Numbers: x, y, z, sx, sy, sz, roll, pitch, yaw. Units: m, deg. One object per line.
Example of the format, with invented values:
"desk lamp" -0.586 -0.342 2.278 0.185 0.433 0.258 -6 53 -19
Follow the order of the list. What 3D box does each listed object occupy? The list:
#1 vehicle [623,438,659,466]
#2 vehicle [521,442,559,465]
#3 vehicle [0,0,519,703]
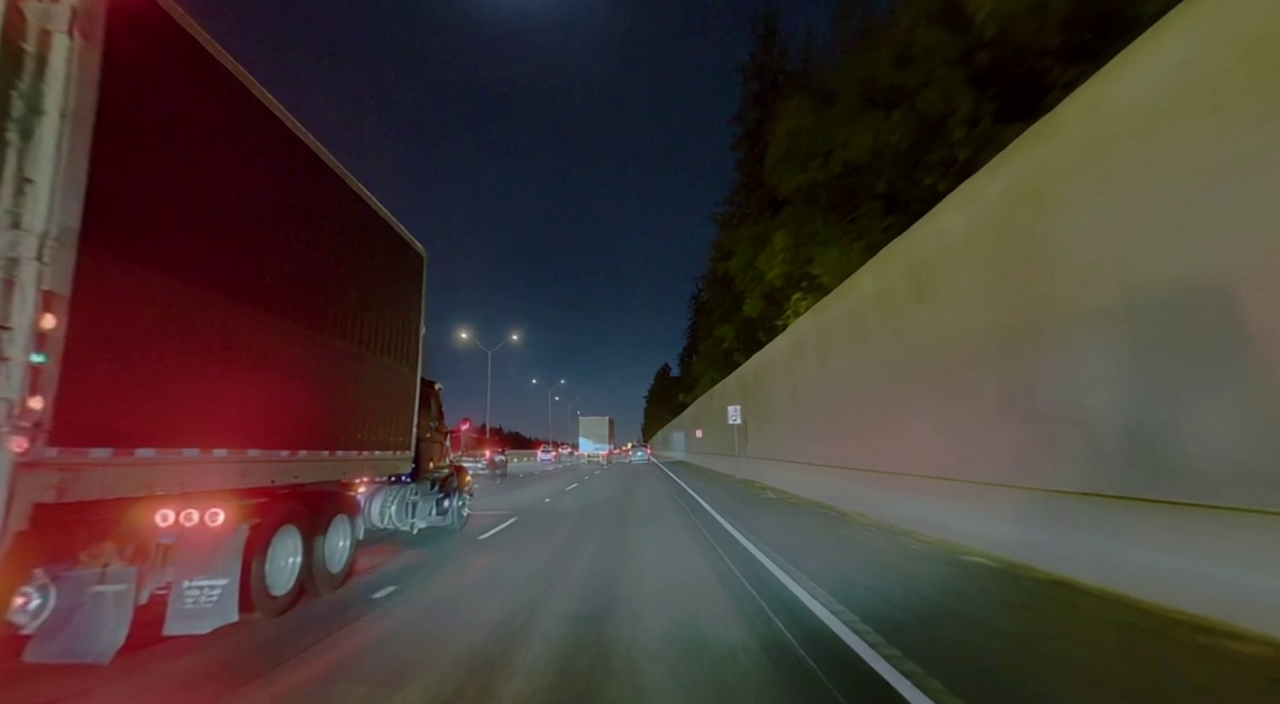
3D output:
"vehicle" 0.068 6.376 40.182 2.178 1.640 4.071 0 -8 1
"vehicle" -6.960 7.106 44.223 1.962 1.489 4.002 0 -8 1
"vehicle" -3.709 0.605 6.244 3.025 3.266 9.256 0 -8 1
